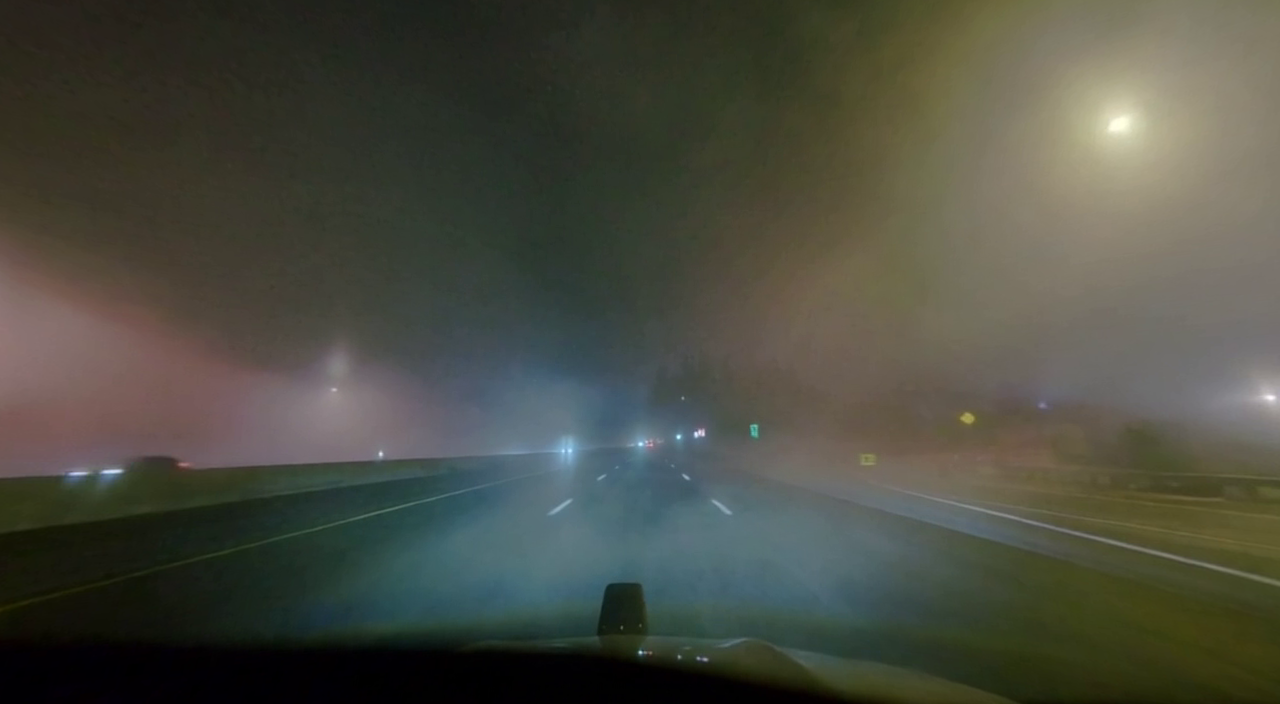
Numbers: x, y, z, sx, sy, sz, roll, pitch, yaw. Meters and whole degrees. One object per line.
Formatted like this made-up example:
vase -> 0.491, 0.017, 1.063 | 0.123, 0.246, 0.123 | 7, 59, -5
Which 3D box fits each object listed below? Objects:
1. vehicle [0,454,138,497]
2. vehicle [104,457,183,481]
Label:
vehicle -> -23.349, 4.920, 25.544 | 1.856, 1.495, 5.003 | 0, -8, 1
vehicle -> -37.053, 8.757, 47.247 | 1.925, 1.539, 4.981 | -1, -8, -2
